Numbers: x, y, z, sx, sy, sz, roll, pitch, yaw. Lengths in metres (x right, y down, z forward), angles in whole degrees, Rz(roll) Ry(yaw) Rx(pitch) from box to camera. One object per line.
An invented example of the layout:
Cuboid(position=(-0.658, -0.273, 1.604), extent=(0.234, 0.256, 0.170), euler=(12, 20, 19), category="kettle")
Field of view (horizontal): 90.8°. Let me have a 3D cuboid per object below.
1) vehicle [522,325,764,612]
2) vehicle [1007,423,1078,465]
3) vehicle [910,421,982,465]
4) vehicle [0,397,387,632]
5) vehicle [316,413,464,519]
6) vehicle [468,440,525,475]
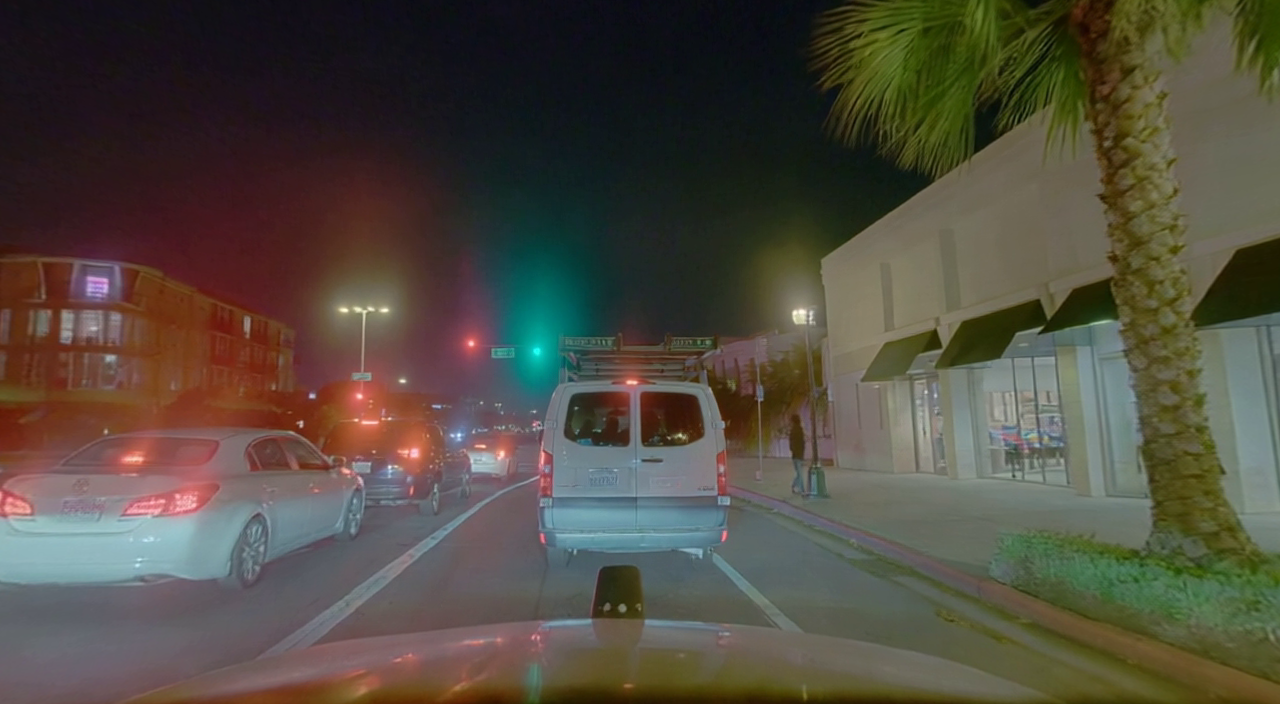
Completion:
Cuboid(position=(-0.185, 1.219, 7.198), extent=(1.902, 2.238, 4.263), euler=(1, -9, -6), category="vehicle")
Cuboid(position=(15.822, 3.616, 24.734), extent=(2.048, 1.475, 3.972), euler=(-6, -10, 34), category="vehicle")
Cuboid(position=(12.678, 3.764, 26.058), extent=(2.046, 1.675, 3.924), euler=(-6, -10, 33), category="vehicle")
Cuboid(position=(-4.376, 1.470, 6.689), extent=(1.986, 1.643, 4.315), euler=(1, -9, -6), category="vehicle")
Cuboid(position=(-5.185, 2.423, 13.910), extent=(2.089, 1.854, 5.022), euler=(2, -9, -11), category="vehicle")
Cuboid(position=(-6.804, 4.896, 29.600), extent=(1.818, 1.479, 4.428), euler=(4, -9, -22), category="vehicle")
